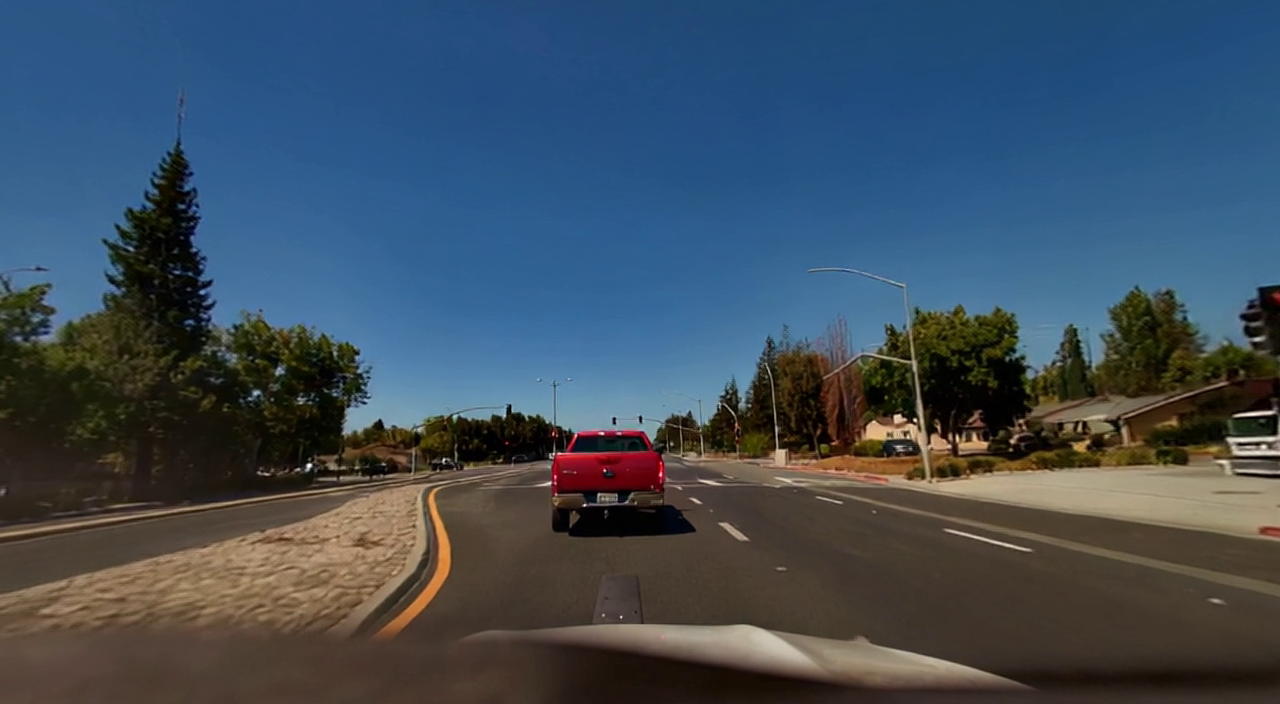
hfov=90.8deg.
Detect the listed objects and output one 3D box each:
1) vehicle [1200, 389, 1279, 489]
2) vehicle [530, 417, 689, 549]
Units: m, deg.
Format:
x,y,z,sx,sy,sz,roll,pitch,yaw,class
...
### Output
x,y,z,sx,sy,sz,roll,pitch,yaw,class
16.572,2.255,16.591,1.862,2.438,1.649,-2,-9,-14,vehicle
-0.459,2.127,10.982,2.145,1.762,4.731,0,-8,-1,vehicle
